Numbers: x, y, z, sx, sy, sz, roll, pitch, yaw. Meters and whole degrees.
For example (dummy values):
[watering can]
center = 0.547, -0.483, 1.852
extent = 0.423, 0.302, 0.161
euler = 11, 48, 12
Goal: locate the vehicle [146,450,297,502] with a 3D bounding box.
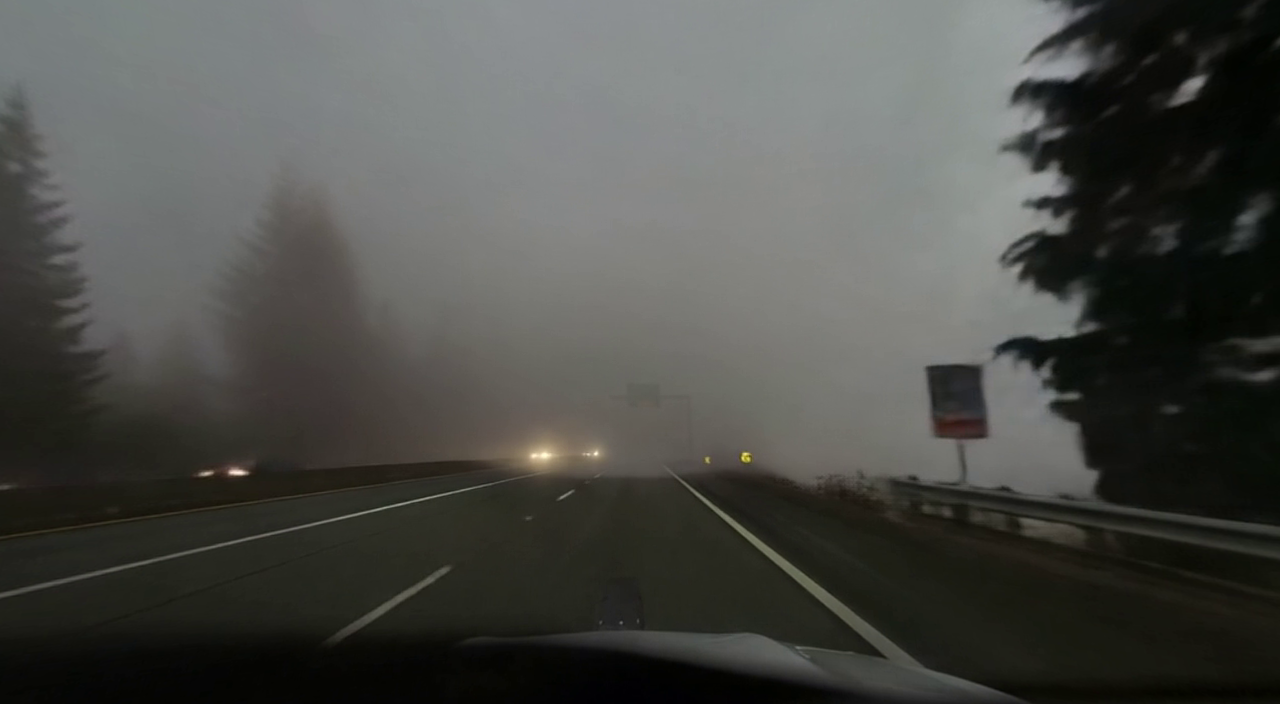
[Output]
[vehicle]
center = -13.345, 3.936, 20.517
extent = 1.866, 1.474, 4.402
euler = 0, -9, 1
